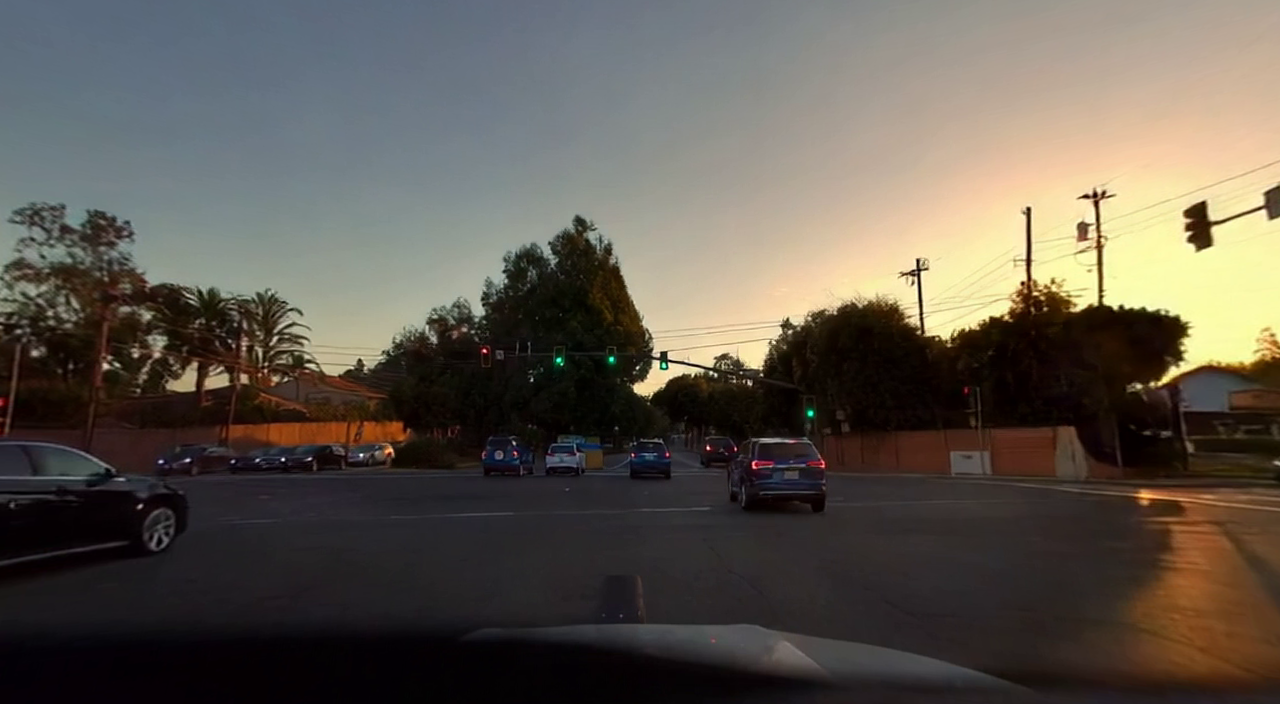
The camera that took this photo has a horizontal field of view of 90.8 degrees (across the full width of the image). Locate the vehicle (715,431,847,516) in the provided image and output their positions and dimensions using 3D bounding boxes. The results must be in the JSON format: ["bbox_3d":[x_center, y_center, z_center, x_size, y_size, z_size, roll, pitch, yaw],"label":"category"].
[{"bbox_3d":[3.055,2.755,14.793,2.034,1.655,4.465,0,-9,0],"label":"vehicle"}]

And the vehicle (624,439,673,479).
[{"bbox_3d":[0.448,4.961,29.543,2.111,1.712,4.078,0,-9,2],"label":"vehicle"}]

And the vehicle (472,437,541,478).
[{"bbox_3d":[-6.325,5.046,30.555,2.116,1.812,4.609,0,-9,3],"label":"vehicle"}]

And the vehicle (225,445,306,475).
[{"bbox_3d":[-21.421,6.173,36.313,1.891,1.577,4.238,0,-9,3],"label":"vehicle"}]

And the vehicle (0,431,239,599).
[{"bbox_3d":[-6.588,1.569,6.449,1.930,1.468,4.560,0,-9,1],"label":"vehicle"}]

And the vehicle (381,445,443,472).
[{"bbox_3d":[-14.764,6.896,41.230,2.129,1.554,4.627,-2,-8,3],"label":"vehicle"}]

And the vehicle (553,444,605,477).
[{"bbox_3d":[-2.875,5.240,30.665,1.881,1.466,4.484,0,-9,3],"label":"vehicle"}]

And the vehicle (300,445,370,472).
[{"bbox_3d":[-18.137,6.356,37.813,1.994,1.496,4.211,0,-9,2],"label":"vehicle"}]
